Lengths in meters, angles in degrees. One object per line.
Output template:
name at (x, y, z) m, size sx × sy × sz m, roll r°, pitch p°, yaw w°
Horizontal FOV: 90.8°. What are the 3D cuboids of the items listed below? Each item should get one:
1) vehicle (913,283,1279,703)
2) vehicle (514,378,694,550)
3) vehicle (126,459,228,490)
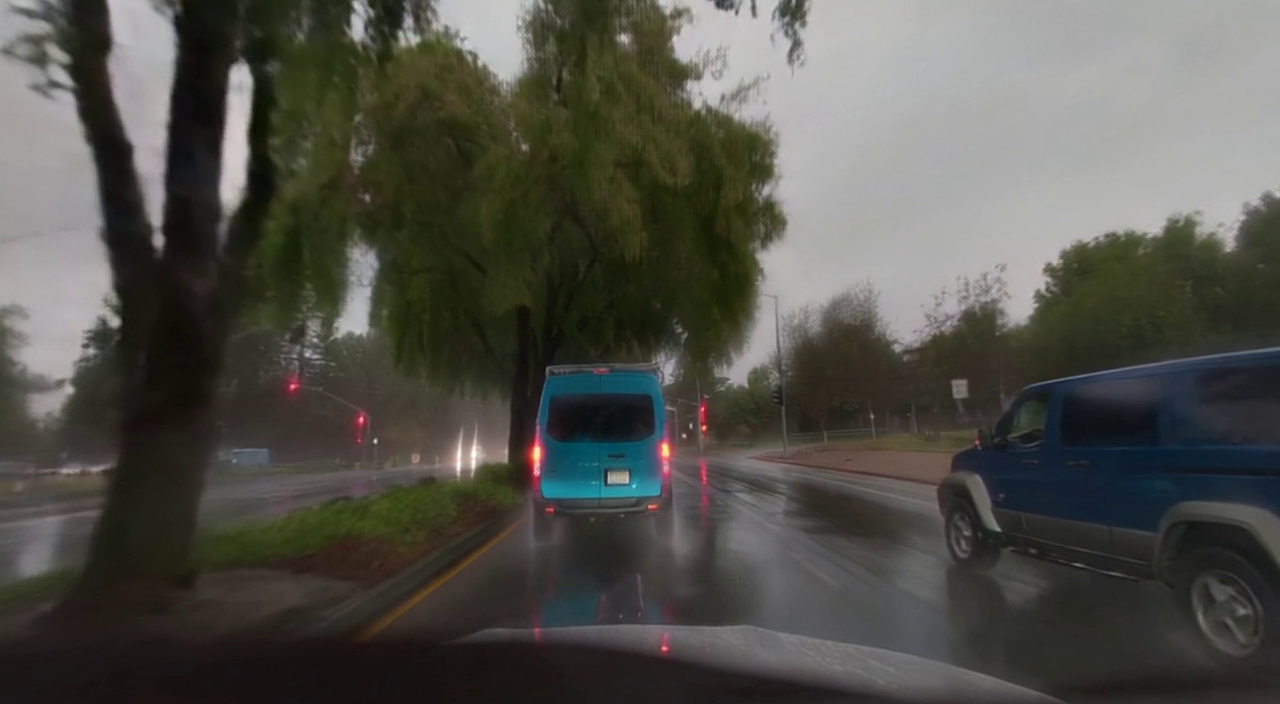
vehicle at (3.691, 0.875, 4.137) m, size 1.988 × 1.873 × 3.968 m, roll 0°, pitch -9°, yaw 0°
vehicle at (-0.383, 1.653, 9.794) m, size 2.145 × 2.046 × 4.309 m, roll 0°, pitch -9°, yaw 1°
vehicle at (-27.935, 7.353, 38.170) m, size 4.857 × 1.729 × 2.029 m, roll -1°, pitch -9°, yaw 9°
